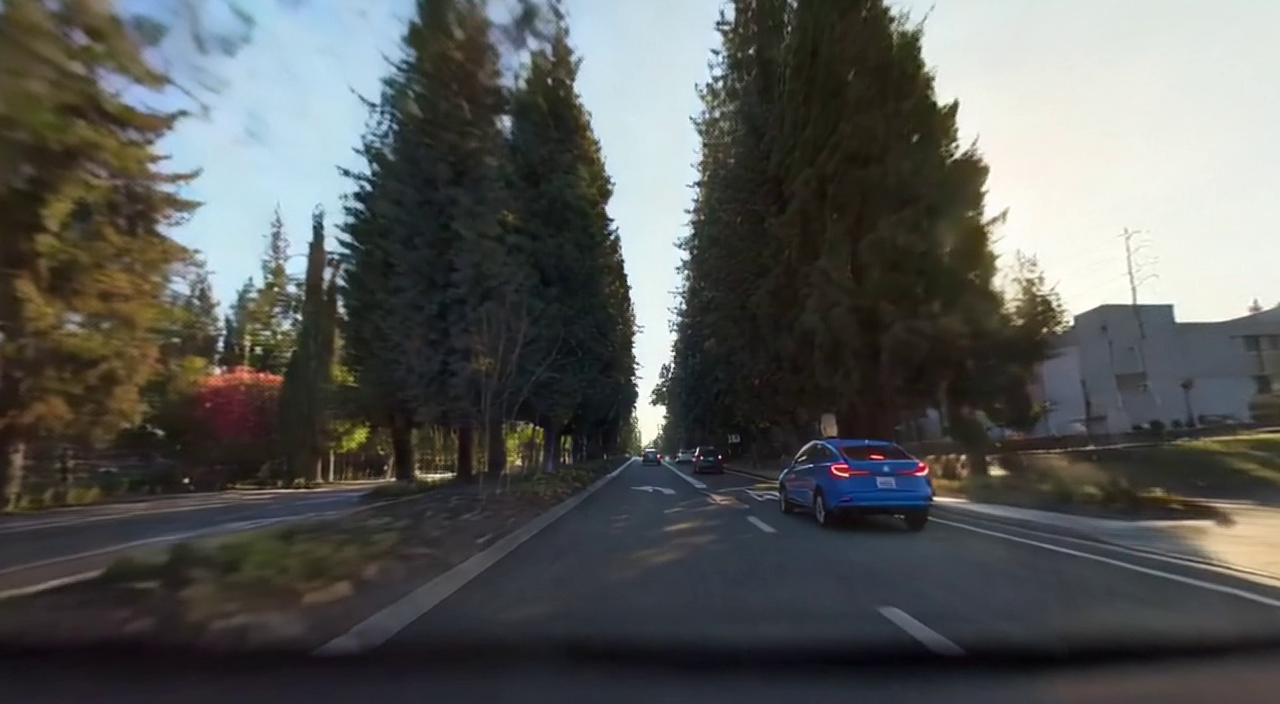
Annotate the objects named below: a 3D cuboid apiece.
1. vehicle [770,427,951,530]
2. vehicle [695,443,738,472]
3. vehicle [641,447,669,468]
[{"bbox_3d":[3.998,2.348,12.316,2.052,1.639,4.123,0,-8,0],"label":"vehicle"},{"bbox_3d":[4.598,6.390,38.564,2.110,1.666,3.912,0,-8,0],"label":"vehicle"},{"bbox_3d":[1.093,7.971,47.948,2.026,1.466,4.282,0,-8,1],"label":"vehicle"}]
